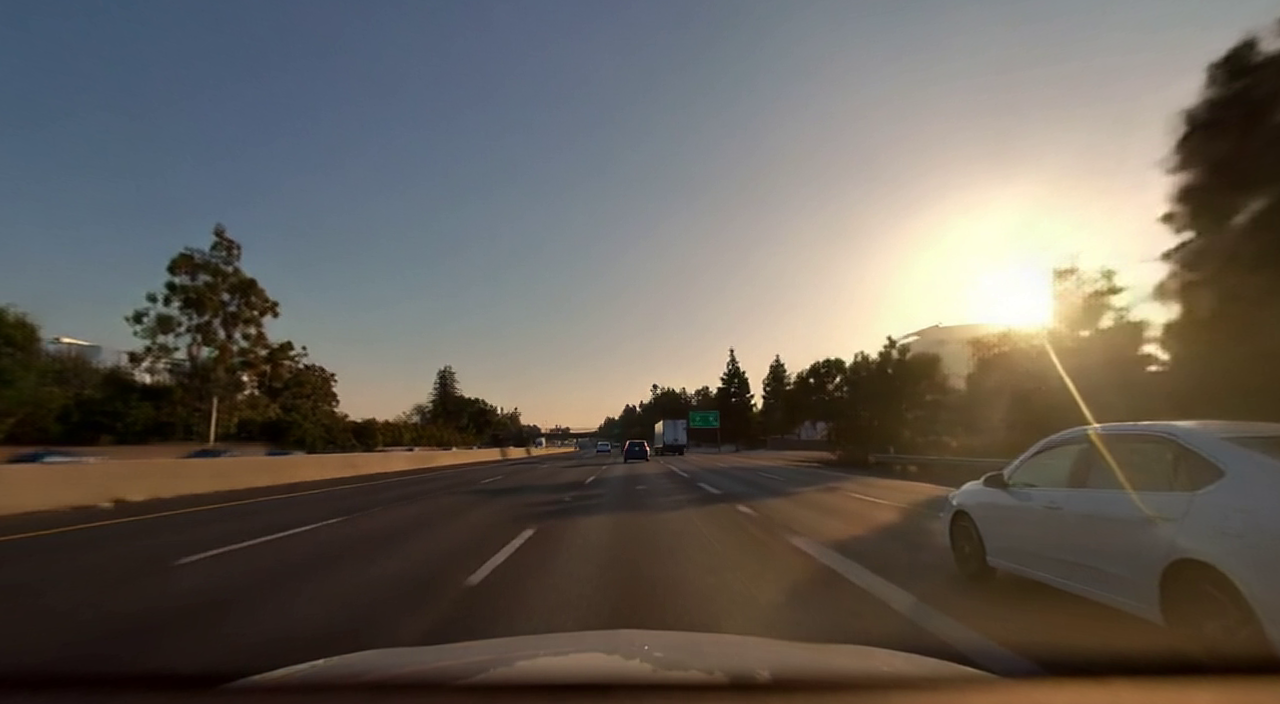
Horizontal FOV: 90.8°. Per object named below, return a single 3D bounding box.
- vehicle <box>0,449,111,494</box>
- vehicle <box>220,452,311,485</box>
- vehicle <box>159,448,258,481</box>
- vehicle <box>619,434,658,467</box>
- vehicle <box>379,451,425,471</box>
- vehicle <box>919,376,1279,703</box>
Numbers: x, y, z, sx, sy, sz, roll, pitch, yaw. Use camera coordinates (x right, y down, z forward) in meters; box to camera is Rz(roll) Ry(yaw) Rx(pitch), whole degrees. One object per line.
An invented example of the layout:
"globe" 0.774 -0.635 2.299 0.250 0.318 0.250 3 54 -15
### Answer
"vehicle" -24.797 4.822 25.931 1.970 1.642 4.831 0 -8 0
"vehicle" -18.000 5.572 30.623 1.807 1.421 4.310 0 -8 0
"vehicle" -21.690 5.659 32.000 1.855 1.501 4.508 0 -8 -1
"vehicle" -0.121 6.134 39.295 2.297 1.912 4.355 0 -8 -1
"vehicle" -18.252 8.349 48.600 1.845 1.436 4.446 0 -8 -1
"vehicle" 3.793 1.103 4.084 1.950 1.596 4.326 0 -8 0
